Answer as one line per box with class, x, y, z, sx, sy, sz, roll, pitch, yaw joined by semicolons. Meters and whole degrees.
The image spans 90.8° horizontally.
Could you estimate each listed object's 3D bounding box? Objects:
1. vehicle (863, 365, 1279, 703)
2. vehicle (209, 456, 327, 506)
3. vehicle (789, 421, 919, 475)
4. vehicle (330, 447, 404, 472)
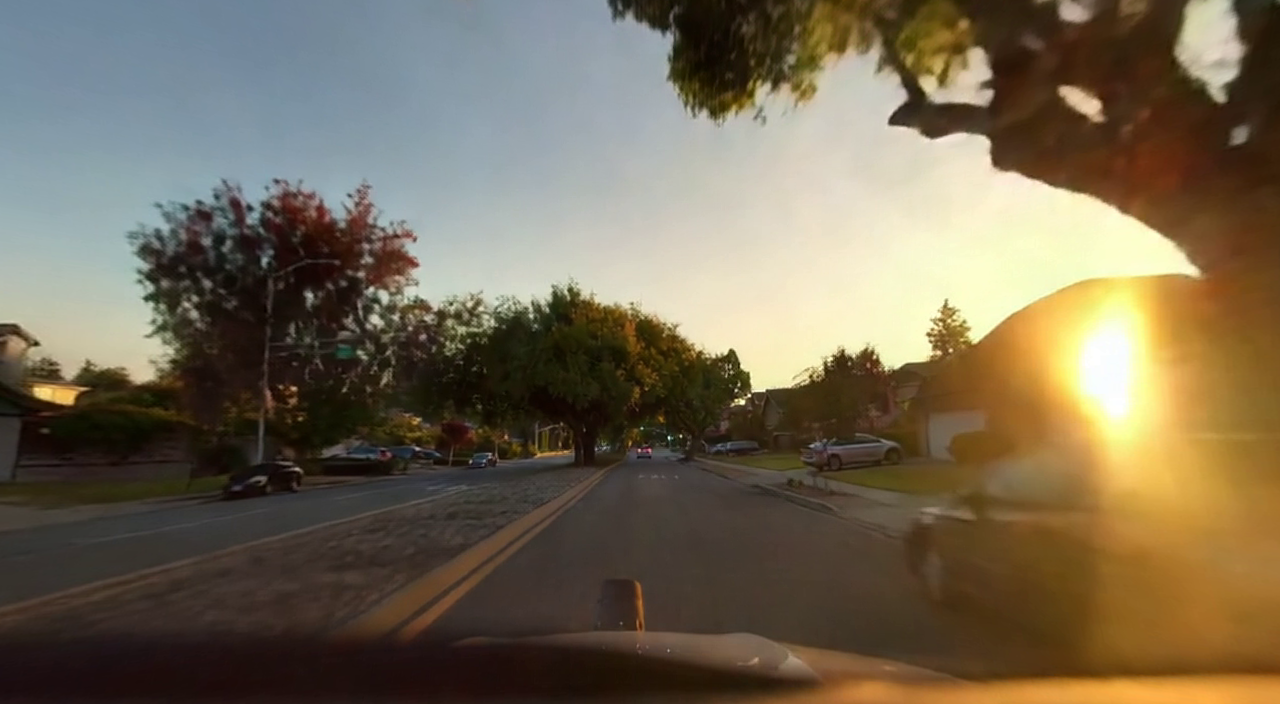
vehicle;3.424;1.192;4.338;2.078;1.679;4.562;0;-9;0
vehicle;-13.971;4.822;24.093;1.876;1.495;4.647;-4;-9;-2
vehicle;9.281;4.199;27.678;4.790;1.681;2.029;-7;-8;-5
vehicle;-21.043;8.327;48.879;4.756;1.869;2.042;-1;-9;5
